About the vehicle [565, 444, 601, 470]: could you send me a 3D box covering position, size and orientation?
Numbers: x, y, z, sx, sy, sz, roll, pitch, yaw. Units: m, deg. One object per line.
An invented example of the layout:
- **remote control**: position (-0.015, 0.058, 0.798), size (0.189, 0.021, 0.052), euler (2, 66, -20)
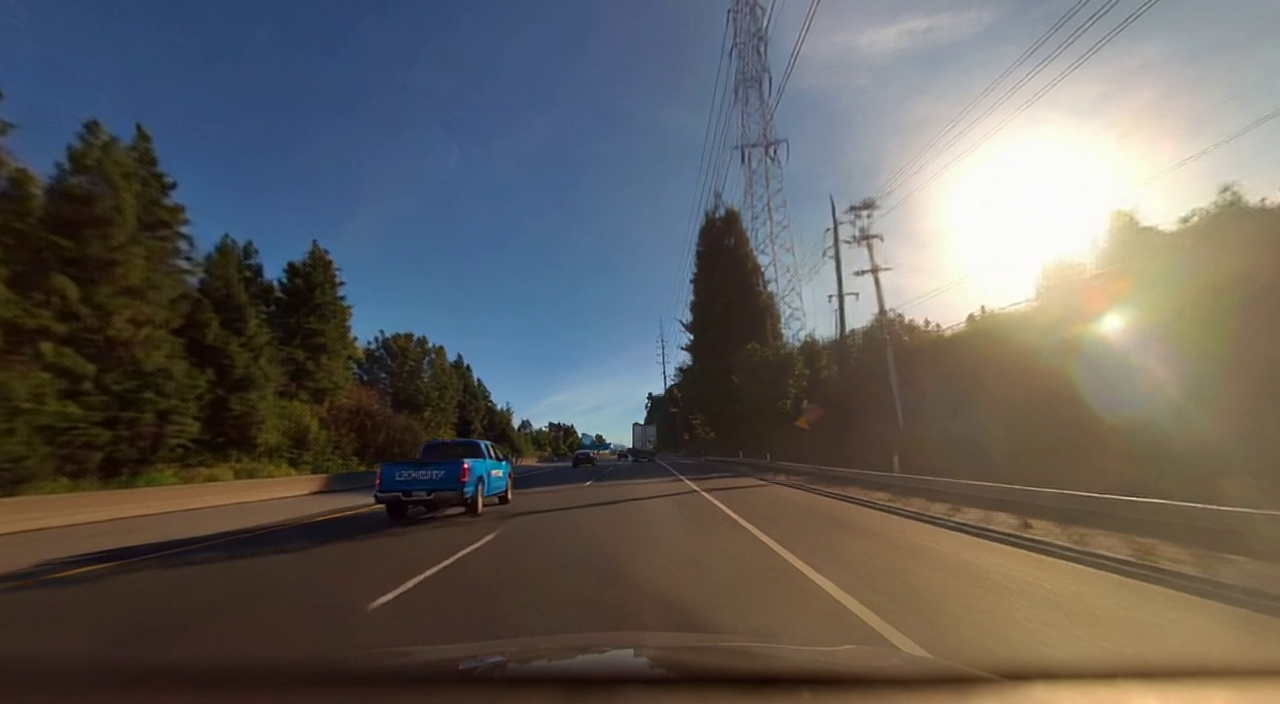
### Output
- **vehicle**: position (-4.031, 7.506, 45.193), size (2.111, 1.735, 4.066), euler (0, -9, 1)

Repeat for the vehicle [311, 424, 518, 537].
- **vehicle**: position (-3.902, 2.324, 12.083), size (2.049, 1.697, 4.998), euler (0, -9, 1)
